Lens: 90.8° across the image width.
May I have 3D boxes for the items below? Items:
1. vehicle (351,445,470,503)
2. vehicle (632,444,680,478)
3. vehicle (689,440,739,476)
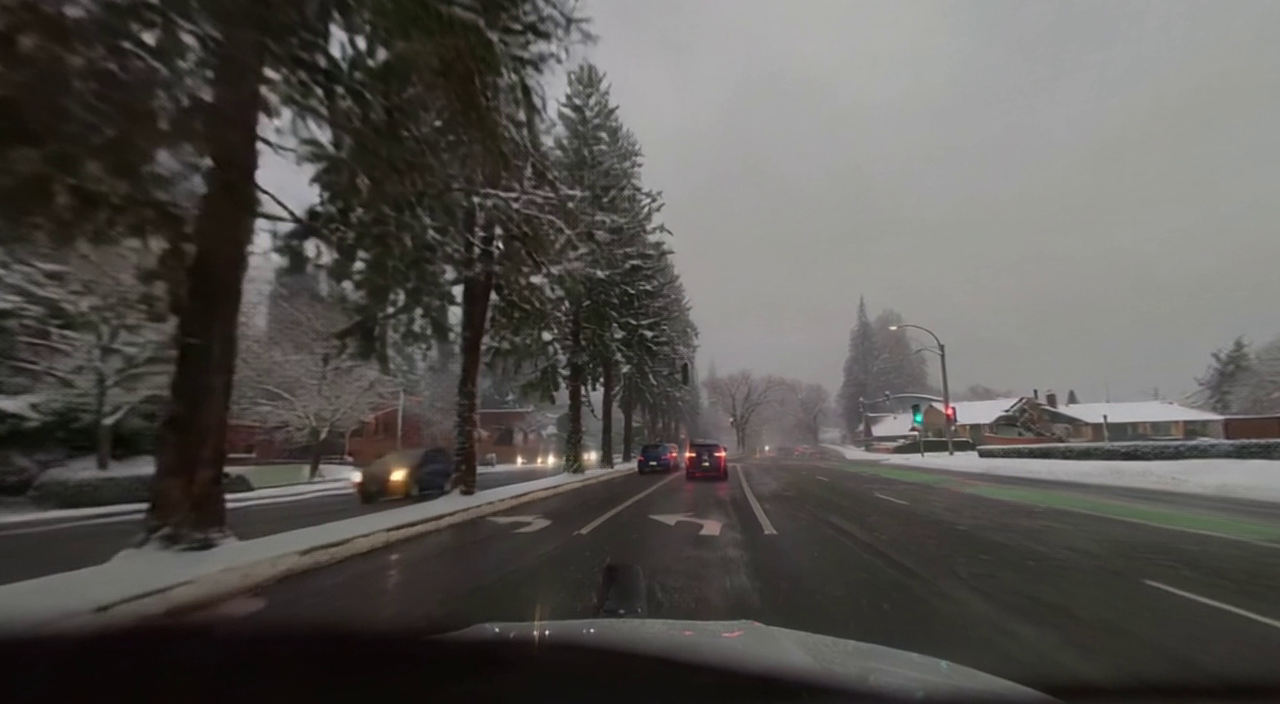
[{"bbox_3d":[-7.318,3.898,20.718,2.029,1.667,4.504,-1,-9,3],"label":"vehicle"},{"bbox_3d":[0.847,5.222,30.588,1.923,1.498,3.887,-2,-9,7],"label":"vehicle"},{"bbox_3d":[3.769,5.352,32.117,2.286,1.701,4.395,-1,-9,7],"label":"vehicle"}]
